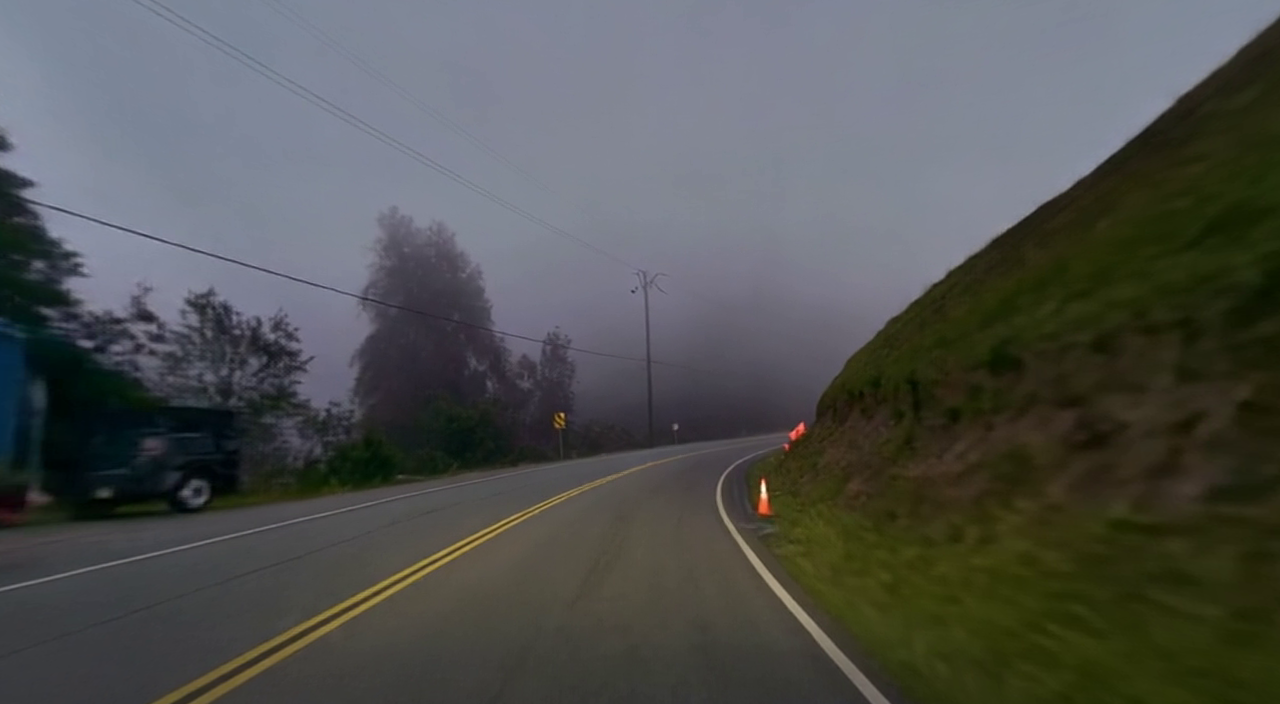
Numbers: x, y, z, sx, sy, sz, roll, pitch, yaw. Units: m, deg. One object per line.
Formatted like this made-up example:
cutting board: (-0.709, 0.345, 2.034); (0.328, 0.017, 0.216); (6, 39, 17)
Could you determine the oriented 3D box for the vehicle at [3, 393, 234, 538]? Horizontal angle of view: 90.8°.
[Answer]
vehicle: (-12.518, 2.736, 15.465); (3.012, 2.802, 3.057); (-9, -10, 7)
